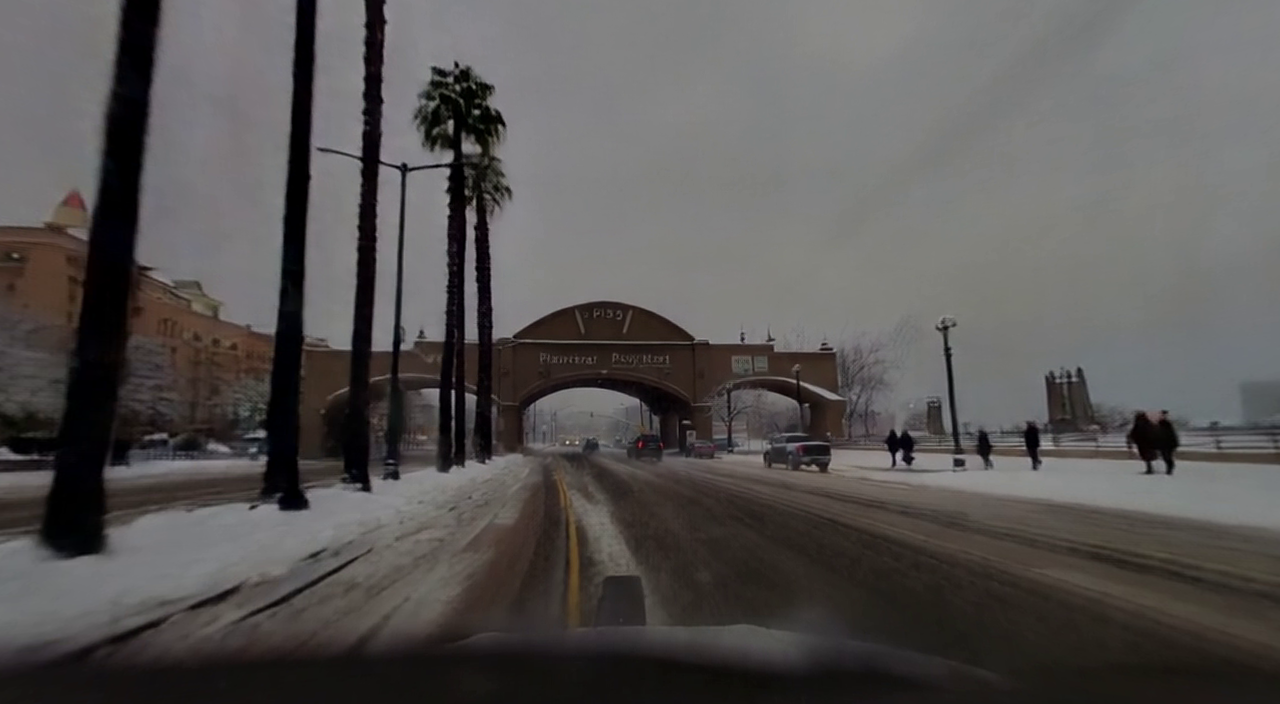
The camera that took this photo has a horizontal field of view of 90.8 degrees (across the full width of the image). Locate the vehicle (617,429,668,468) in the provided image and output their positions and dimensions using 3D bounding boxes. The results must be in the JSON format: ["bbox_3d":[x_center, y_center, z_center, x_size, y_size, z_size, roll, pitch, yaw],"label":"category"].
[{"bbox_3d":[0.010,5.648,37.062,2.284,2.010,6.670,1,-9,-6],"label":"vehicle"}]

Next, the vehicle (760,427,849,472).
[{"bbox_3d":[8.205,4.956,32.242,2.417,2.030,5.711,1,-9,-7],"label":"vehicle"}]
